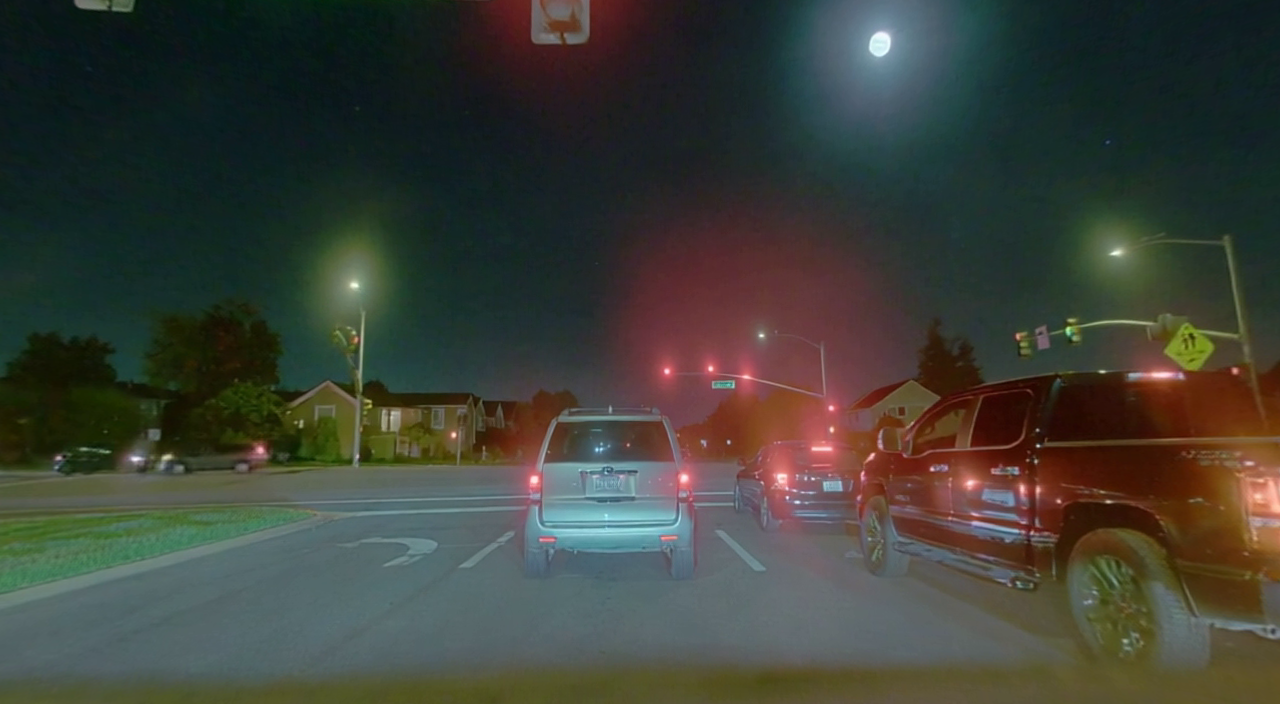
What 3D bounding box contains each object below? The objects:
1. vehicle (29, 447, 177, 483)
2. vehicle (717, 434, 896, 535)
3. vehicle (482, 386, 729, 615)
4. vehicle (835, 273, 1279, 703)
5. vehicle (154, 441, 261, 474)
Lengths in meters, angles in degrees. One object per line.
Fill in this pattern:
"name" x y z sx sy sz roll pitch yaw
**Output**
"vehicle" -22.877 4.793 27.078 4.533 1.350 1.714 0 -8 -9
"vehicle" 2.716 2.267 11.537 1.952 1.465 4.421 0 -8 -2
"vehicle" -0.251 1.403 6.698 1.915 1.780 3.379 0 -8 1
"vehicle" 2.989 0.951 3.916 1.886 1.849 5.070 0 -8 -1
"vehicle" -23.404 5.713 34.322 4.289 1.672 1.864 1 -8 -9
